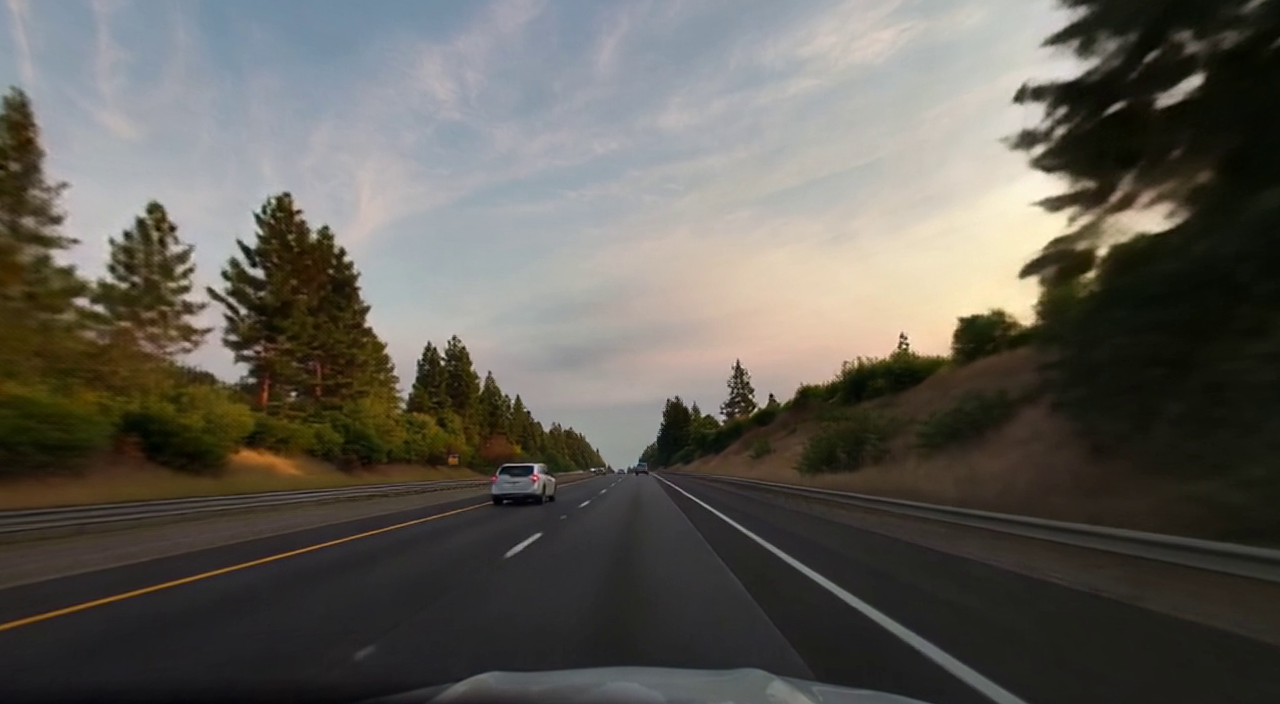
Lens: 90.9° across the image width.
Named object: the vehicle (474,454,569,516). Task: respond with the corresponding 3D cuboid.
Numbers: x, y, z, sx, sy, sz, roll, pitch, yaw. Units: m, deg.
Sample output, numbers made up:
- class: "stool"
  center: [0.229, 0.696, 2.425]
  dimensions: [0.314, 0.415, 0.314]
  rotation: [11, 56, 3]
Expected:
- class: "vehicle"
  center: [-3.304, 3.830, 18.441]
  dimensions: [1.900, 1.550, 4.146]
  rotation: [1, -10, 1]
